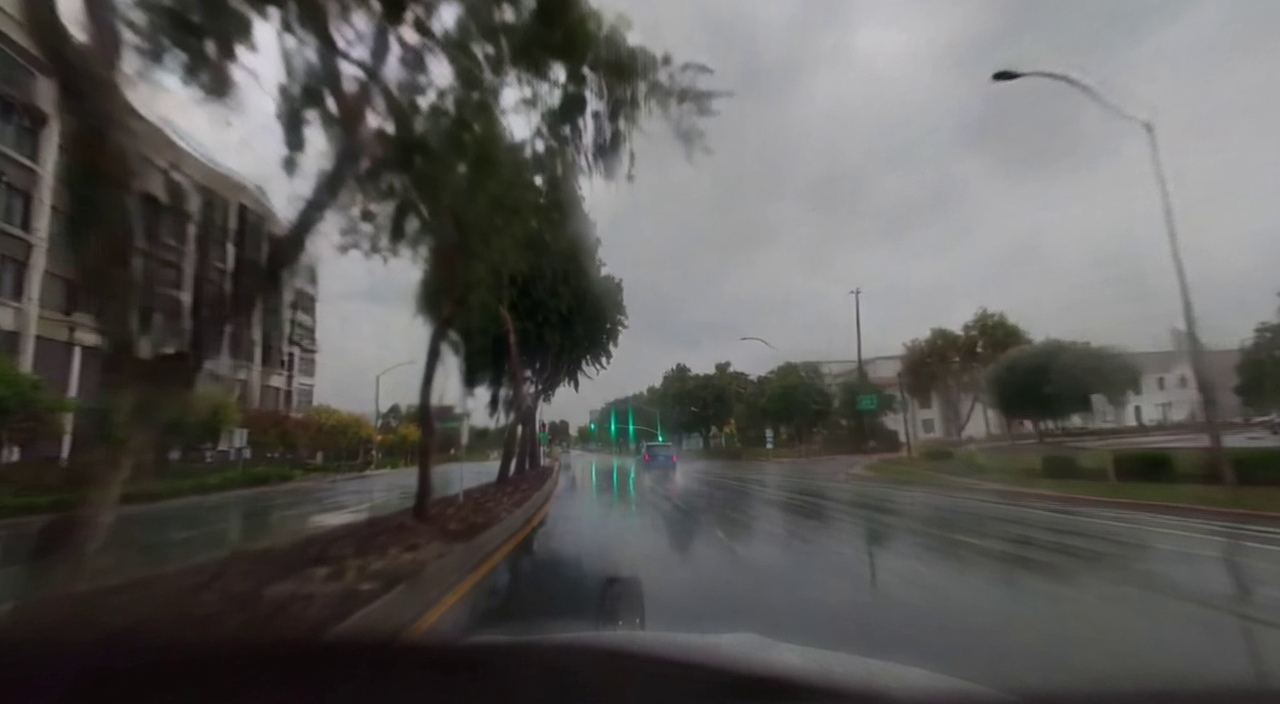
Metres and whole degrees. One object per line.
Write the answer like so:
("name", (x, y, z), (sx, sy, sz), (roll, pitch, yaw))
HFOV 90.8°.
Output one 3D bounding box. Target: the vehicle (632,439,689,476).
("vehicle", (0.881, 5.104, 30.764), (2.165, 1.633, 4.381), (0, -8, -6))
